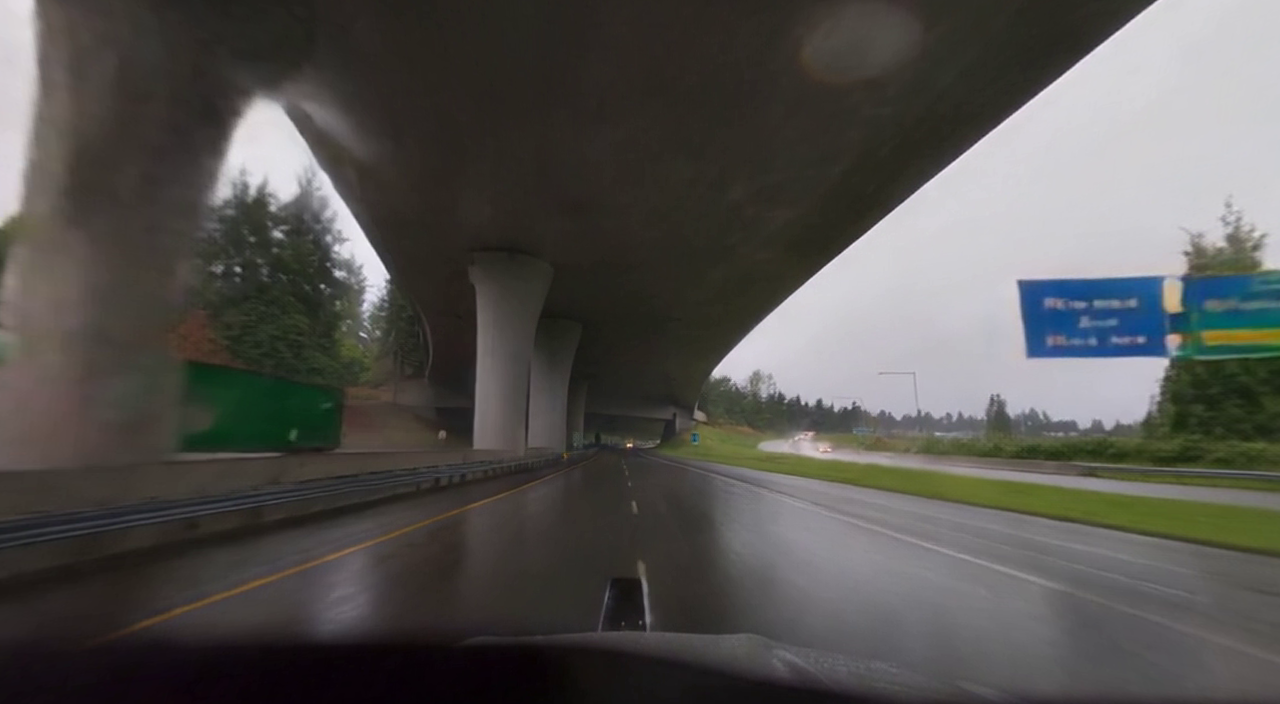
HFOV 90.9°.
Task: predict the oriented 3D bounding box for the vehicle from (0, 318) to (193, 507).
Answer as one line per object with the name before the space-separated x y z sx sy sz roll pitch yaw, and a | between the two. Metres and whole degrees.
vehicle | -15.499 1.704 16.229 3.391 4.040 5.988 0 -9 -1
